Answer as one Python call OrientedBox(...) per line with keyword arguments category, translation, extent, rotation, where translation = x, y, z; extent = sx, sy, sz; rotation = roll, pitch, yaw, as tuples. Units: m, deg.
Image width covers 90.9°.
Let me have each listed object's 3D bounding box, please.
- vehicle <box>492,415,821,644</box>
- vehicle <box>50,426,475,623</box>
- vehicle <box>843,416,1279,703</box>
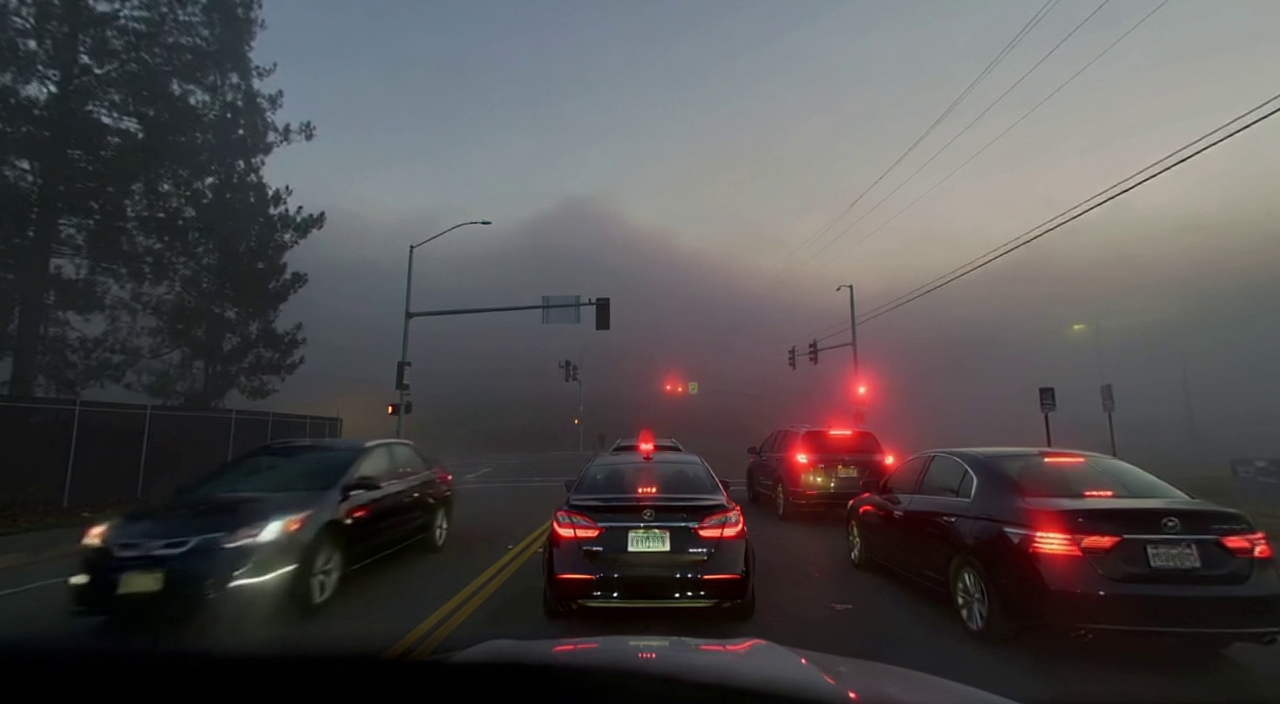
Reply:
OrientedBox(category="vehicle", translation=(0.074, 1.498, 6.420), extent=(2.170, 1.497, 4.369), rotation=(0, -8, -1))
OrientedBox(category="vehicle", translation=(-3.419, 1.627, 7.018), extent=(1.959, 1.456, 4.488), rotation=(0, -8, 0))
OrientedBox(category="vehicle", translation=(3.085, 1.237, 4.137), extent=(2.027, 1.432, 4.431), rotation=(0, -8, 0))
